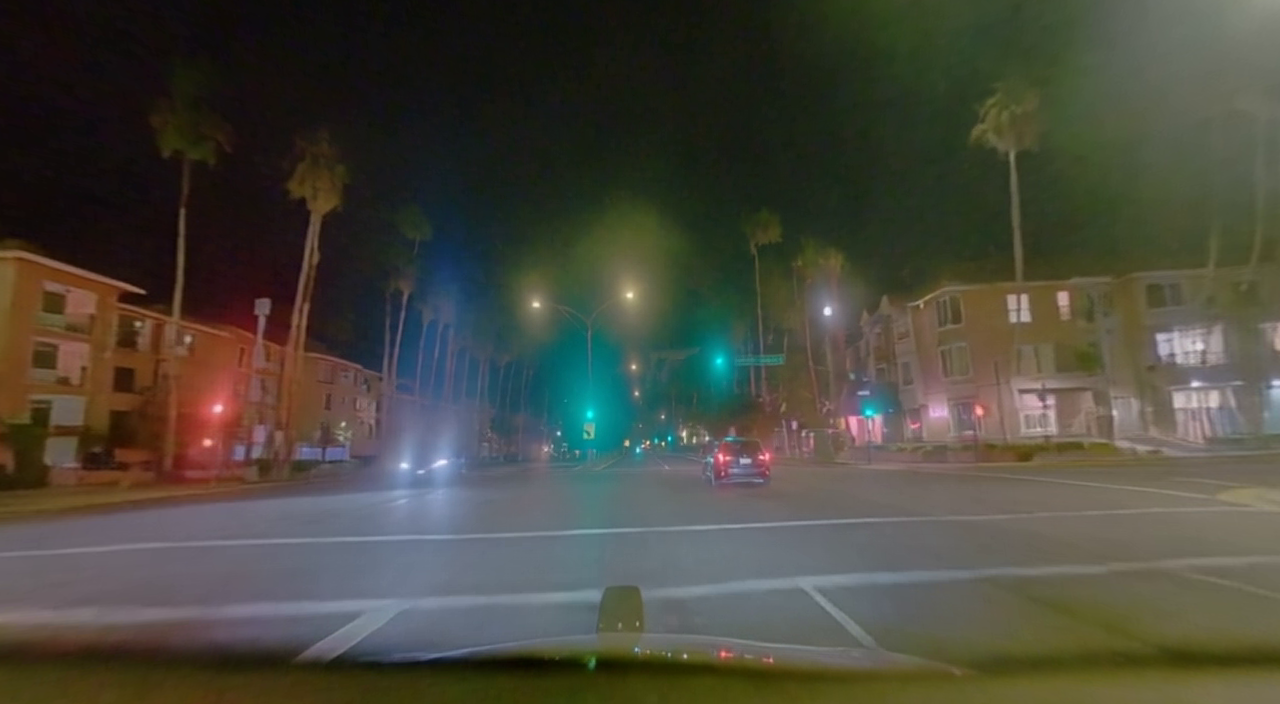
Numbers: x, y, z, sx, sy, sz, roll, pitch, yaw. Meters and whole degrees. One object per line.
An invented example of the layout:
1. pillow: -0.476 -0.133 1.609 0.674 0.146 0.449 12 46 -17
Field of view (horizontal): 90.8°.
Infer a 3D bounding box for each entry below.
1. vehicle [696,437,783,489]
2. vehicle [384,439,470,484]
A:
1. vehicle: 3.014 3.477 20.172 1.964 1.448 4.295 0 -8 -2
2. vehicle: -8.784 4.522 26.488 2.010 1.718 4.443 0 -8 0
